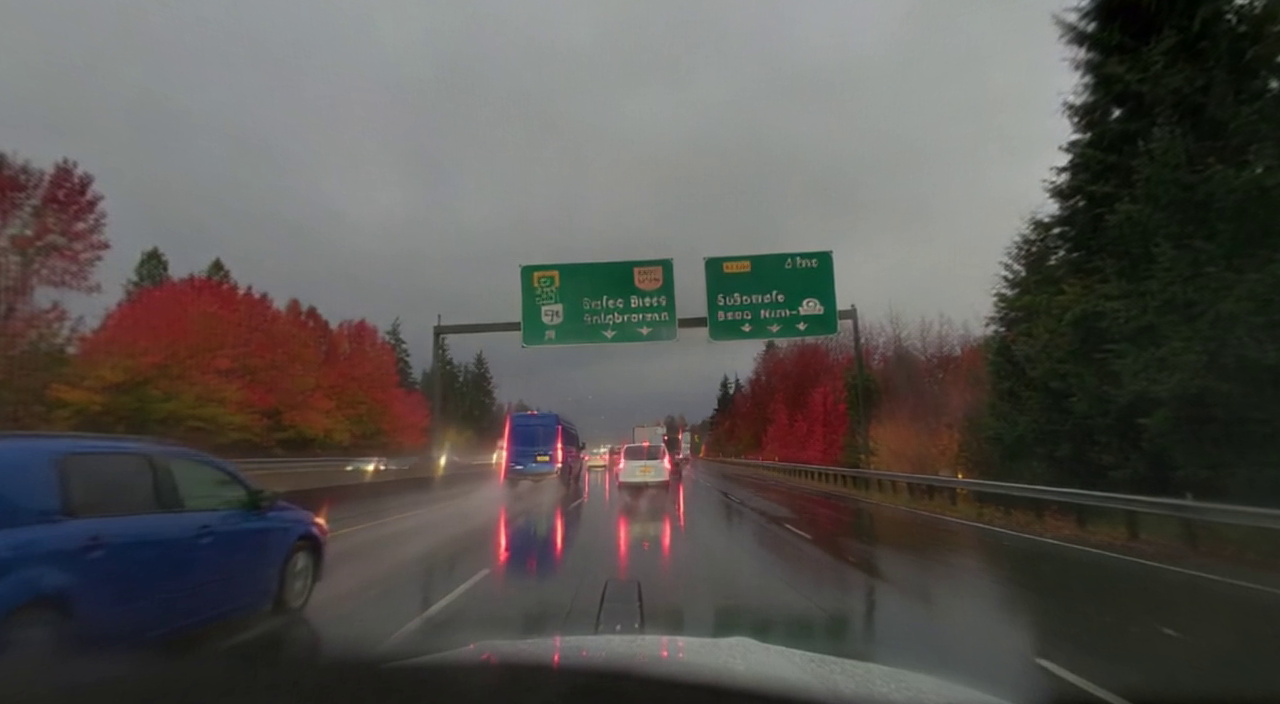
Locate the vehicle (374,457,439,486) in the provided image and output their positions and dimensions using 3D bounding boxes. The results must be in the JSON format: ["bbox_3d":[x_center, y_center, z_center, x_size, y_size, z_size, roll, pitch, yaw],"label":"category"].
[{"bbox_3d":[-13.863,7.095,37.505,1.980,1.542,4.644,0,-9,2],"label":"vehicle"}]

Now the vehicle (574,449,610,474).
[{"bbox_3d":[-3.109,7.233,41.556,2.015,1.496,4.312,0,-9,1],"label":"vehicle"}]

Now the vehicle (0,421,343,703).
[{"bbox_3d":[-3.780,1.224,3.795,1.977,1.485,3.973,0,-9,0],"label":"vehicle"}]

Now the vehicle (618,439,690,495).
[{"bbox_3d":[0.476,3.857,21.303,2.195,1.679,4.070,0,-9,1],"label":"vehicle"}]

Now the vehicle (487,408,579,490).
[{"bbox_3d":[-3.797,3.645,23.572,2.275,2.692,5.810,-1,-9,2],"label":"vehicle"}]
